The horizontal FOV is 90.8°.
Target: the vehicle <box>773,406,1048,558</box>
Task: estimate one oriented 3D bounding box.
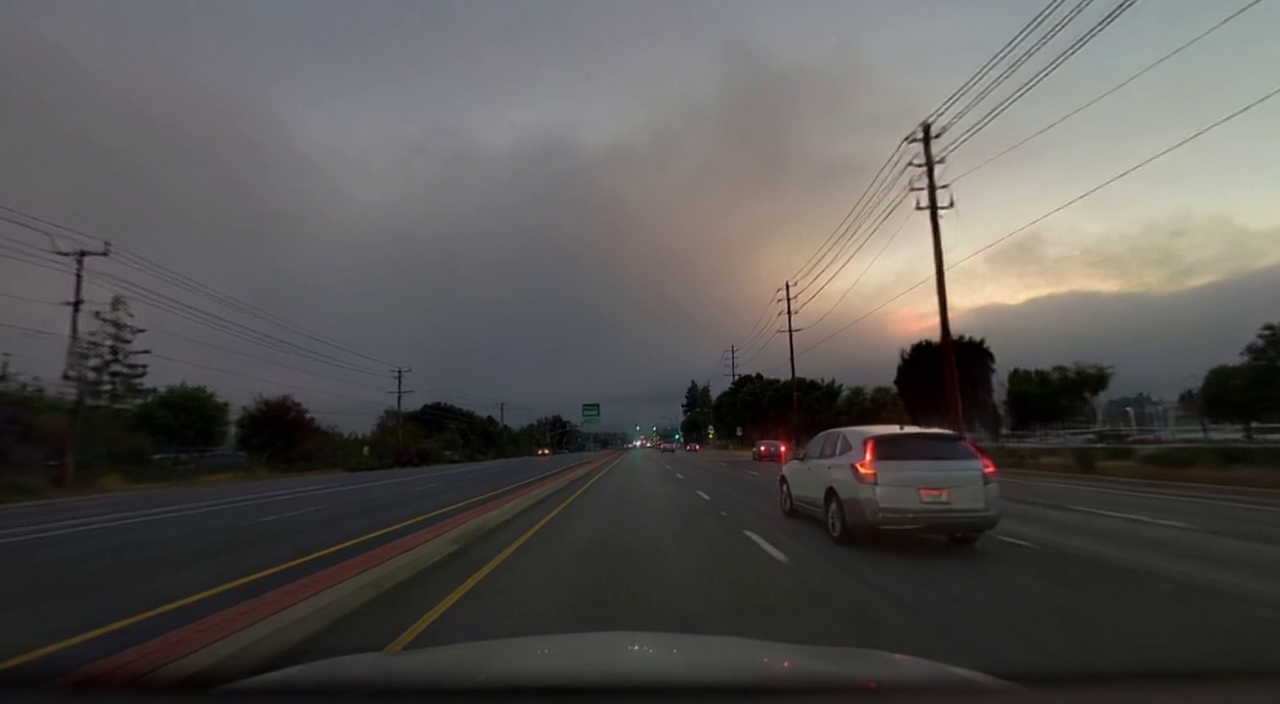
[{"bbox_3d":[3.445,1.739,9.119,2.078,1.668,4.078,0,-8,-1],"label":"vehicle"}]
